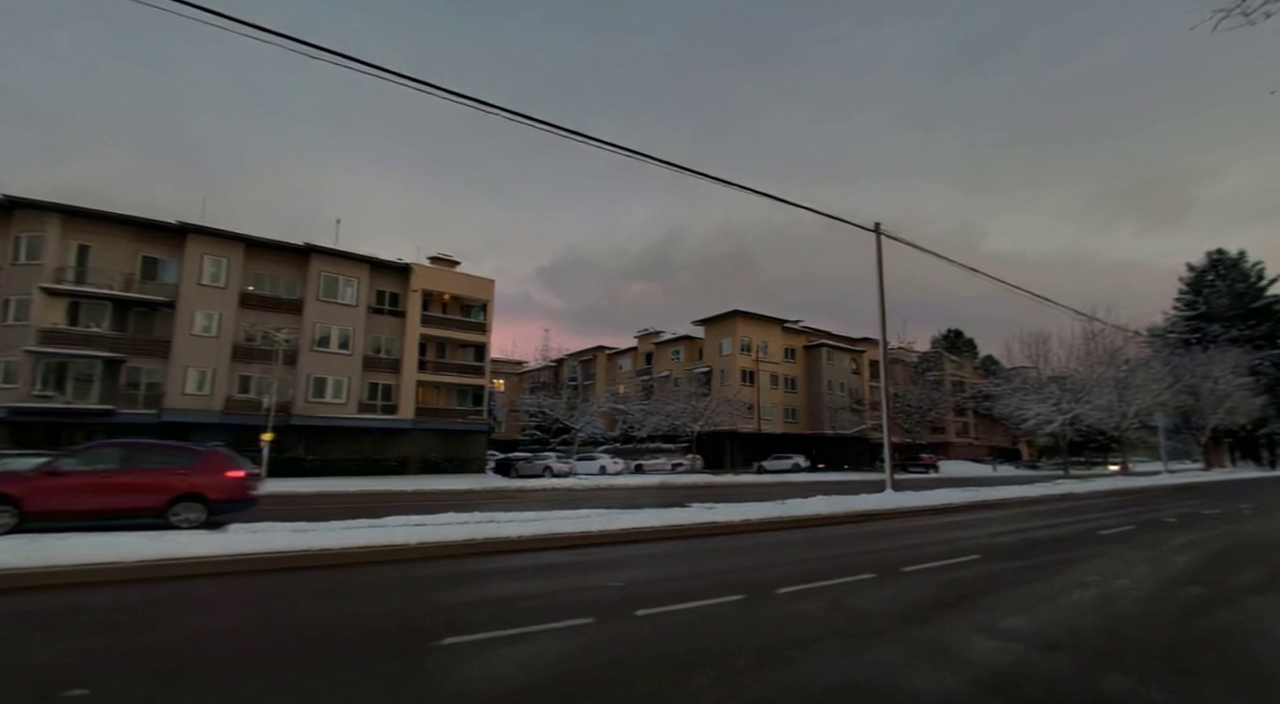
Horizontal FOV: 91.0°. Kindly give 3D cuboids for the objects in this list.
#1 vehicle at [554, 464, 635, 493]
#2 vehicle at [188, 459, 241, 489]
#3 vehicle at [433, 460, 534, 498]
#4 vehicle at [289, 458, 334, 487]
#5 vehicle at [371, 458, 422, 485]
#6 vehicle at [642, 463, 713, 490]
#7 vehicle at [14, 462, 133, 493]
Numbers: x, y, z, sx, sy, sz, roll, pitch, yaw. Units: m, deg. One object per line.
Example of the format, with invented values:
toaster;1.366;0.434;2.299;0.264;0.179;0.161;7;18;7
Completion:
vehicle;-2.493;7.117;35.561;1.933;1.479;4.718;-10;-14;36
vehicle;-26.909;7.695;39.937;2.077;1.576;4.446;1;-8;-25
vehicle;-8.083;6.546;32.765;4.706;1.739;1.858;6;-11;-36
vehicle;-18.924;6.904;36.189;1.908;1.485;3.975;5;-10;-31
vehicle;-14.927;7.252;38.533;1.886;1.464;4.020;6;-11;-35
vehicle;2.430;7.947;40.353;4.384;1.496;1.816;6;-11;-37
vehicle;-29.684;6.578;33.082;4.302;1.469;1.872;0;-9;-3
